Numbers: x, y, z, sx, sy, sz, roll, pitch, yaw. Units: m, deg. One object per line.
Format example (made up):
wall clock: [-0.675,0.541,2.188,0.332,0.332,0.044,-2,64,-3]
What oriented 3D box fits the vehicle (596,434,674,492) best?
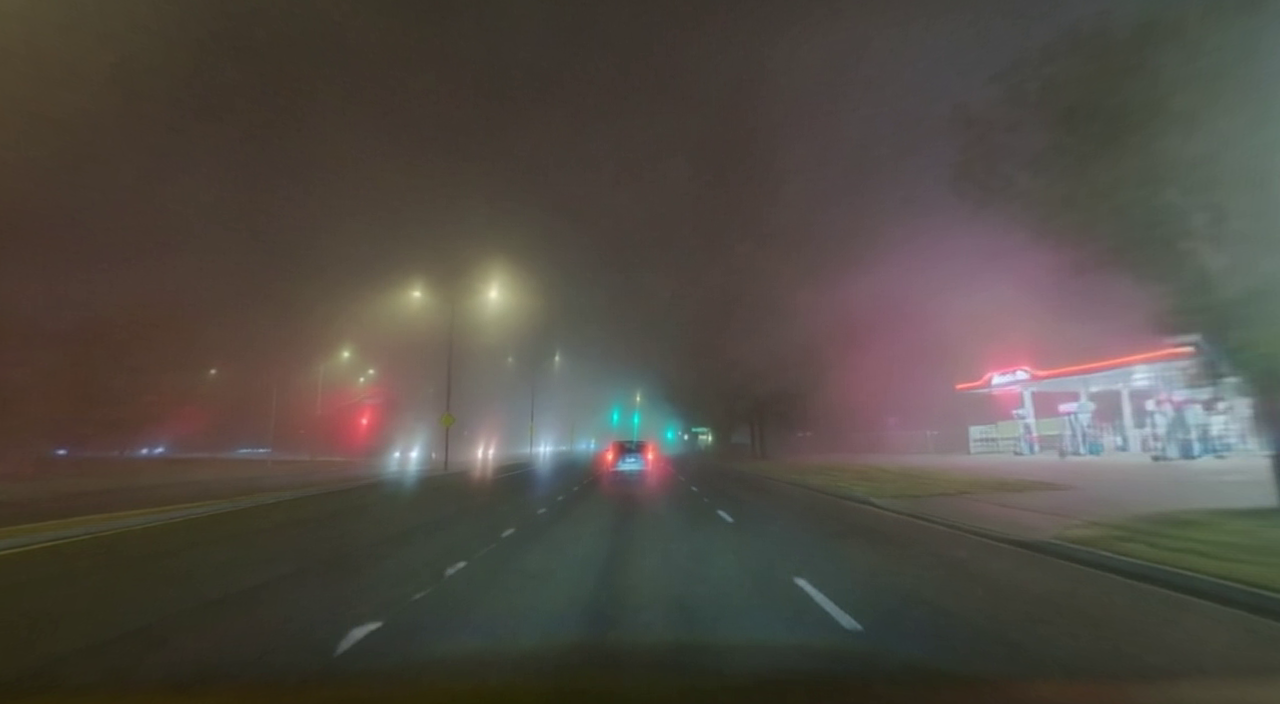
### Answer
vehicle: [-0.134,3.253,18.784,2.062,1.519,4.214,0,-8,0]

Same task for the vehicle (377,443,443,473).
vehicle: [-12.207,5.635,33.727,1.868,1.516,4.321,0,-8,1]
